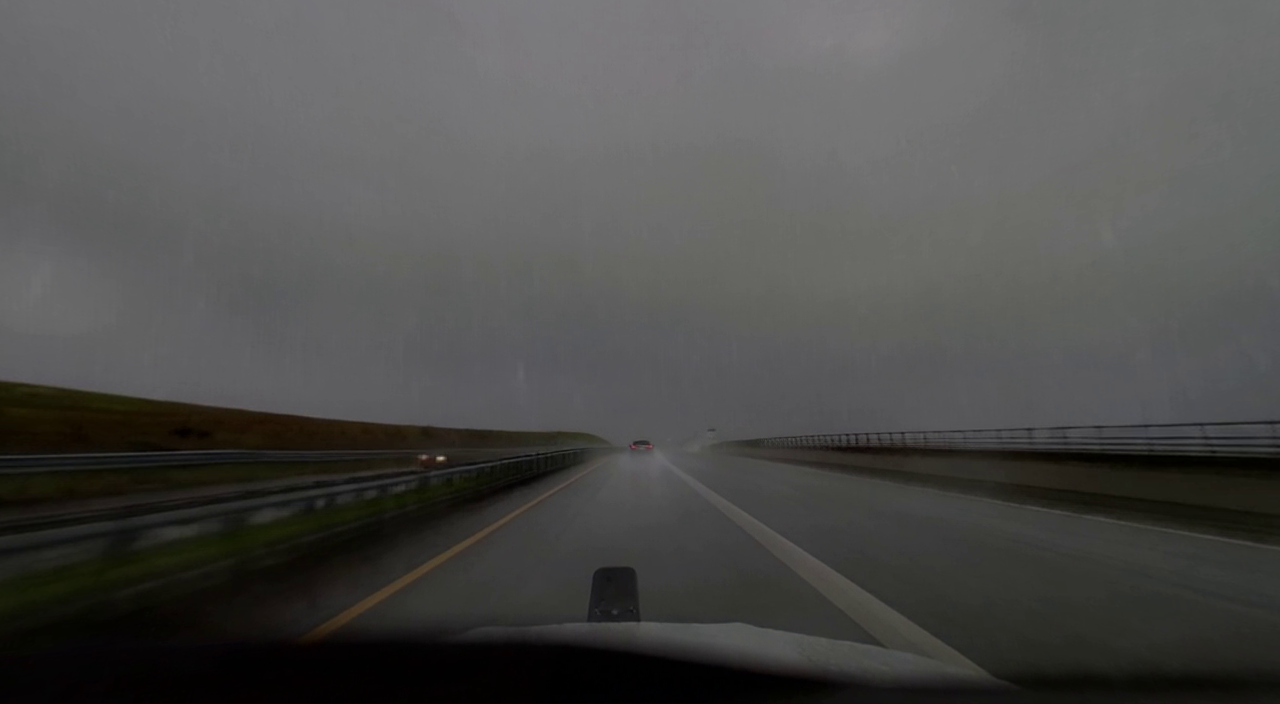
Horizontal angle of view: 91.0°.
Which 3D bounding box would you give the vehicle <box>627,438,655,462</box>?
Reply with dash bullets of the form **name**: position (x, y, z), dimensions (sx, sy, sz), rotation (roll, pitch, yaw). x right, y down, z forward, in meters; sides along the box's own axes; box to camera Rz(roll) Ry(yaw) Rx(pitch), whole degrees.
- **vehicle**: position (0.038, 7.384, 47.666), dimensions (2.059, 1.696, 4.165), rotation (0, -8, -1)
